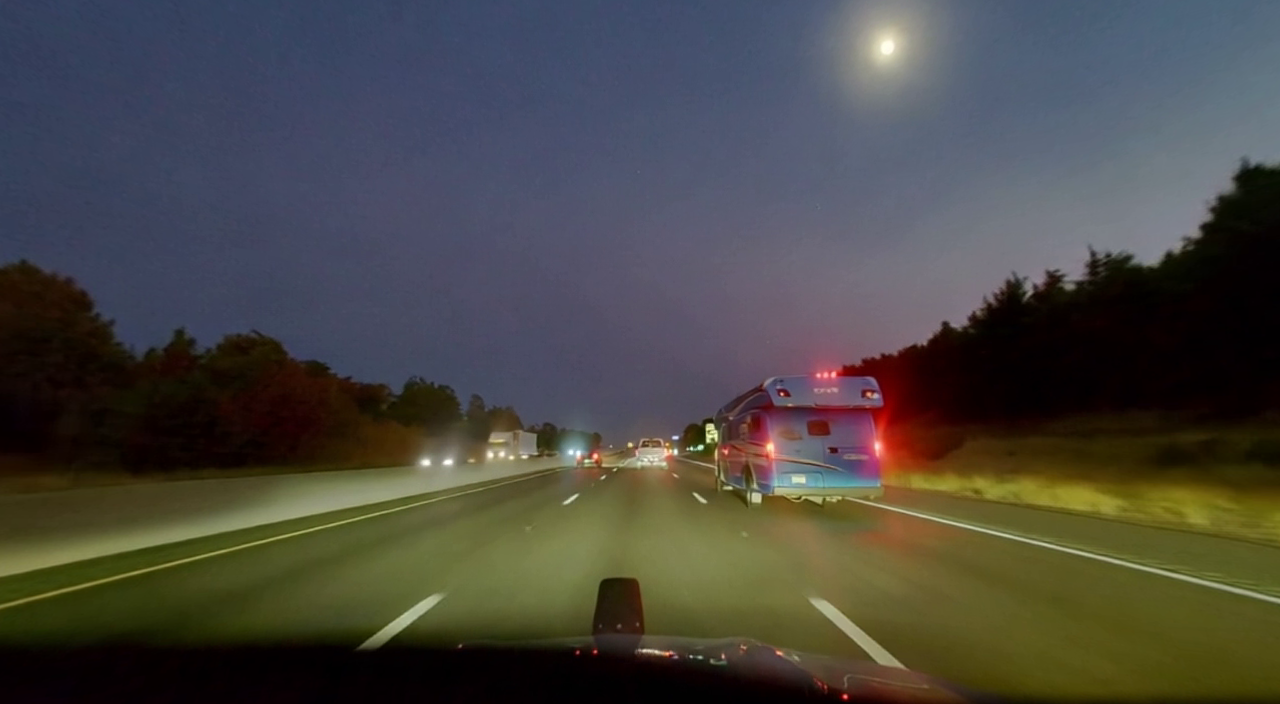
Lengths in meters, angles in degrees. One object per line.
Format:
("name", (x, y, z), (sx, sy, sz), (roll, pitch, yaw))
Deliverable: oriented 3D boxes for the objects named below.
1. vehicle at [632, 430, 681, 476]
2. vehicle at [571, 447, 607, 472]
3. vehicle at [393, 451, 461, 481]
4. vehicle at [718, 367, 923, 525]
("vehicle", (0.850, 5.597, 35.103), (2.524, 2.310, 4.986), (0, -9, 0))
("vehicle", (-3.305, 7.112, 41.975), (1.959, 1.502, 4.559), (0, -9, 1))
("vehicle", (-11.129, 5.964, 33.292), (1.935, 1.447, 4.594), (0, -9, 1))
("vehicle", (3.790, 2.270, 15.370), (2.607, 2.910, 7.252), (0, -9, -2))
